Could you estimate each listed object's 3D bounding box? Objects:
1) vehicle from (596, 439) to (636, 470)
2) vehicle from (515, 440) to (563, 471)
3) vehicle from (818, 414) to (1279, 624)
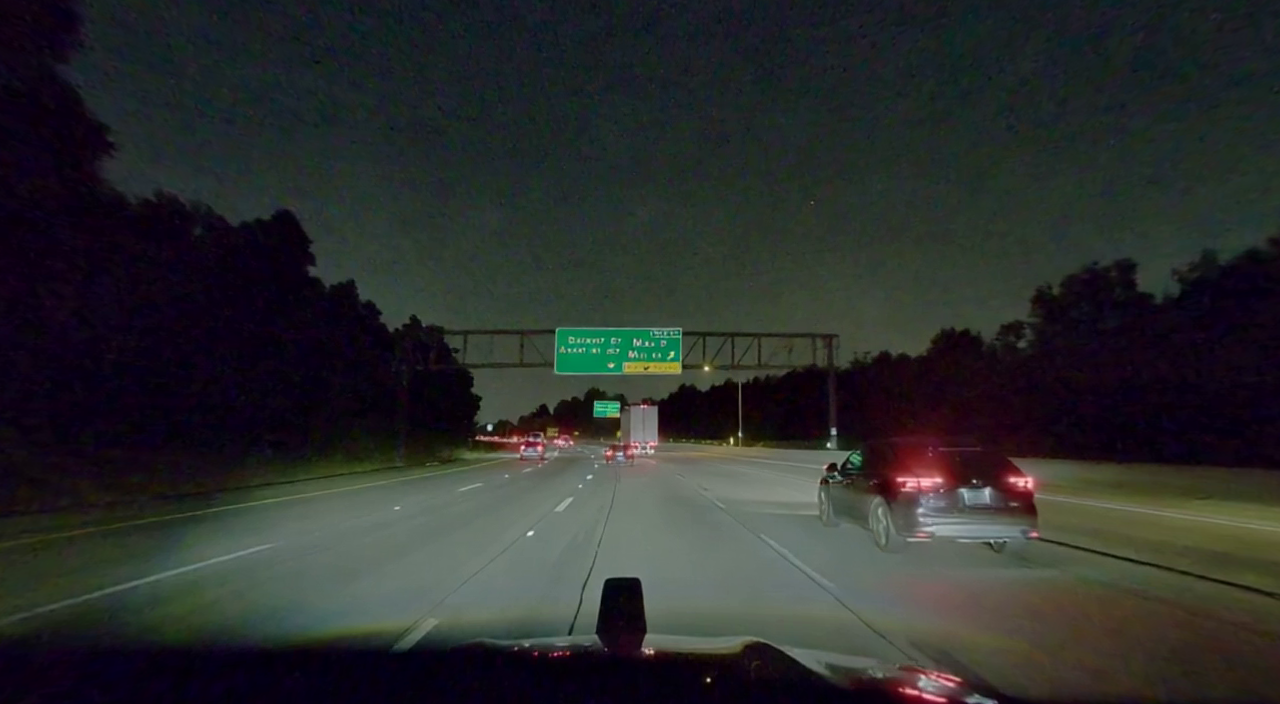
[{"bbox_3d":[-1.284,5.429,33.476,2.020,1.516,3.951,0,-9,-3],"label":"vehicle"},{"bbox_3d":[-5.251,5.436,33.369,2.072,1.512,4.043,0,-8,-3],"label":"vehicle"},{"bbox_3d":[3.559,1.511,6.713,1.971,1.472,4.301,0,-8,-1],"label":"vehicle"}]
